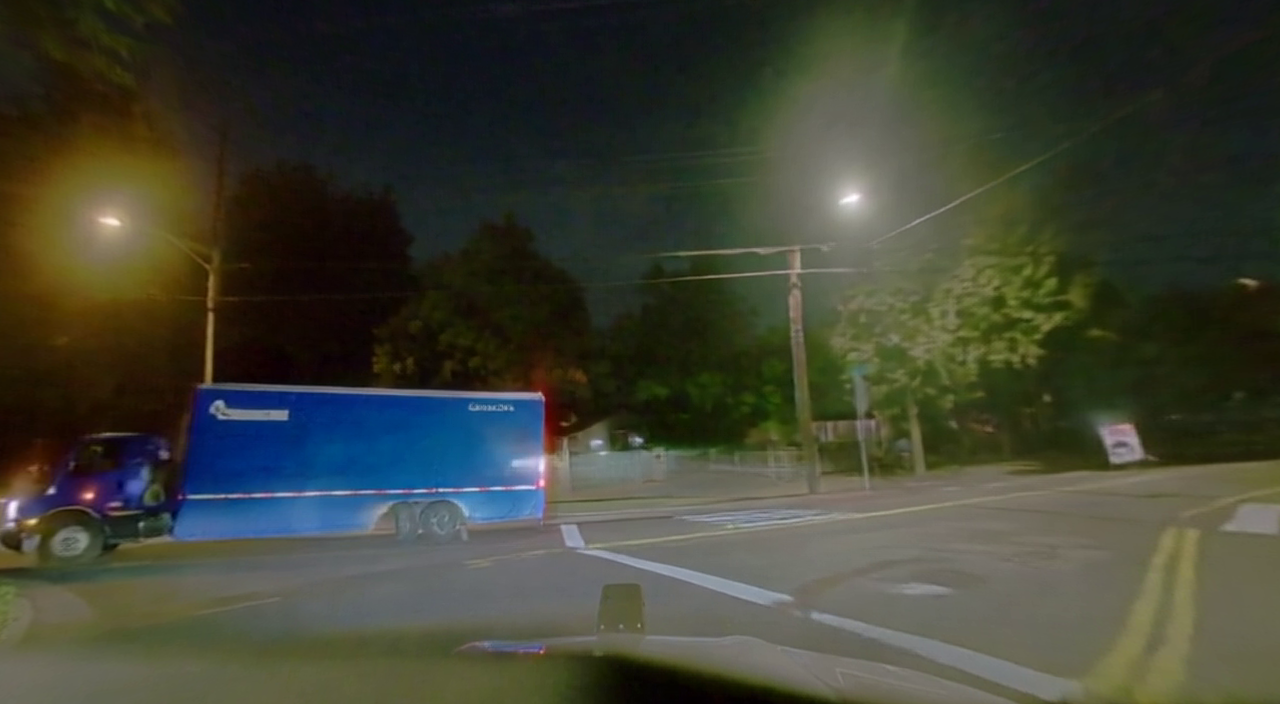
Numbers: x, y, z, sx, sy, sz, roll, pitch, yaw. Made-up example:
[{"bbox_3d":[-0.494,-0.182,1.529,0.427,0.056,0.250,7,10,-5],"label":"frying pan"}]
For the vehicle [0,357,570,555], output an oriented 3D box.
[{"bbox_3d":[-6.318,2.021,12.511,9.680,3.326,2.838,1,-9,-5],"label":"vehicle"}]
